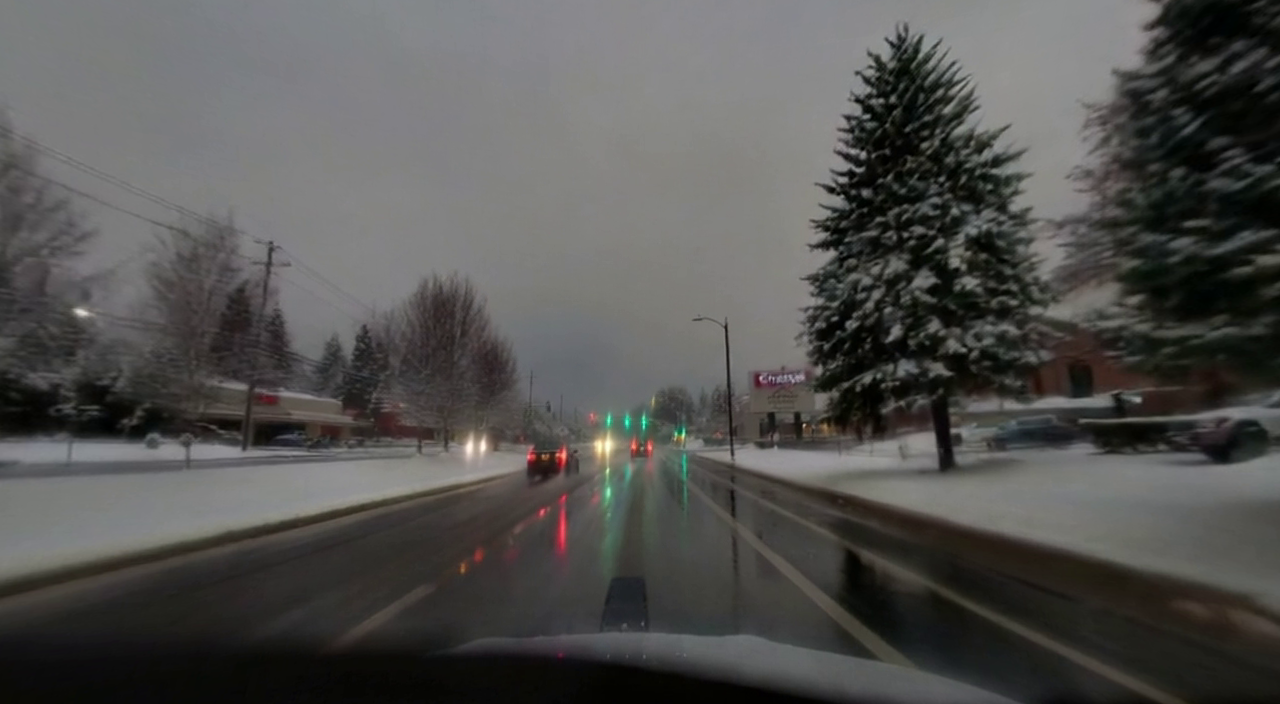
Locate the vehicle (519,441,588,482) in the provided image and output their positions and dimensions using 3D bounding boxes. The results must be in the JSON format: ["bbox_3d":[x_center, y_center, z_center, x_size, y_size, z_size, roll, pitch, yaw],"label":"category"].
[{"bbox_3d":[-3.337,4.319,25.272,2.015,1.470,4.458,0,-8,2],"label":"vehicle"}]

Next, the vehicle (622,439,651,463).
[{"bbox_3d":[-0.250,7.658,48.954,2.153,1.764,4.047,0,-8,0],"label":"vehicle"}]
